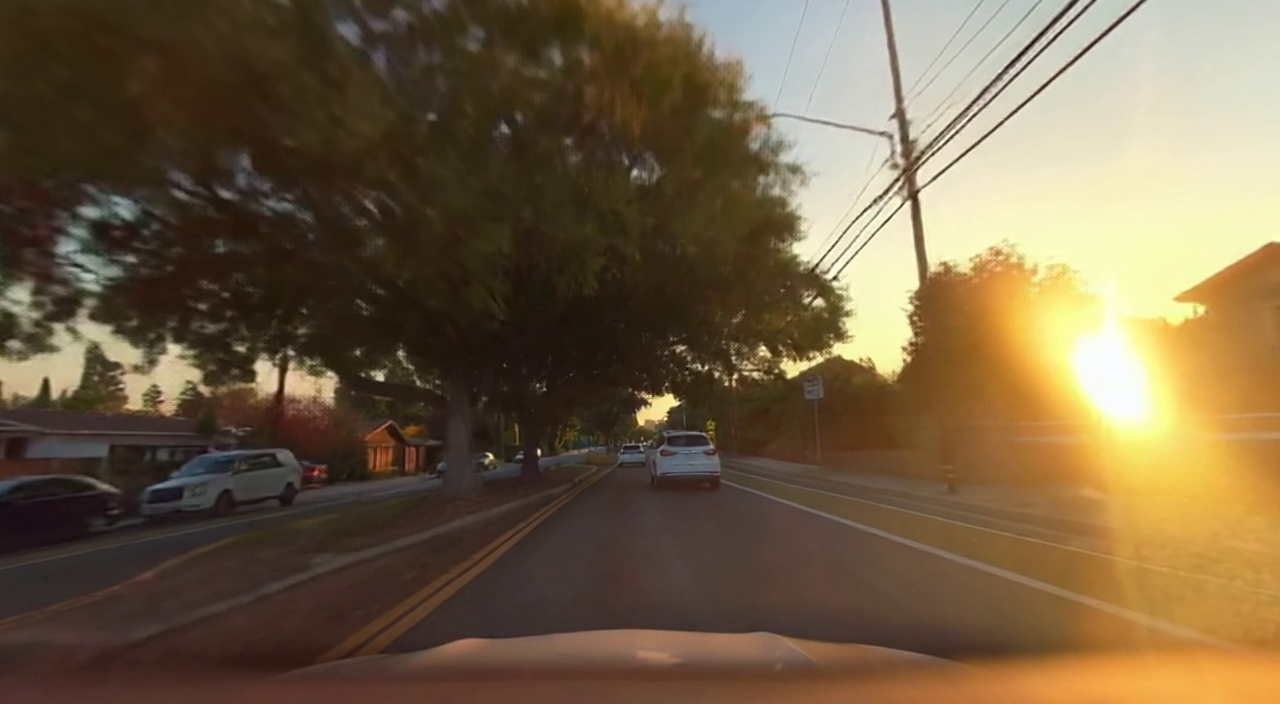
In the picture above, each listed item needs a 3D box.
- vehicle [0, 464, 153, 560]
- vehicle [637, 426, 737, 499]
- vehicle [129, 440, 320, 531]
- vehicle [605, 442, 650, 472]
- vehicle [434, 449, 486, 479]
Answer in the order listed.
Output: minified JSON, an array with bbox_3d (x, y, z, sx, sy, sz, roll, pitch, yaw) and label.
[{"bbox_3d":[-12.152,3.111,12.211,1.897,1.498,4.628,-5,-8,-1],"label":"vehicle"},{"bbox_3d":[1.145,3.034,17.843,2.200,1.763,4.676,0,-8,-3],"label":"vehicle"},{"bbox_3d":[-12.203,3.845,19.134,2.504,2.031,5.237,-6,-7,-3],"label":"vehicle"},{"bbox_3d":[-0.636,5.375,32.583,2.196,1.449,4.006,0,-8,-1],"label":"vehicle"},{"bbox_3d":[-12.386,7.733,43.912,2.150,1.644,5.120,-5,-8,-1],"label":"vehicle"}]
